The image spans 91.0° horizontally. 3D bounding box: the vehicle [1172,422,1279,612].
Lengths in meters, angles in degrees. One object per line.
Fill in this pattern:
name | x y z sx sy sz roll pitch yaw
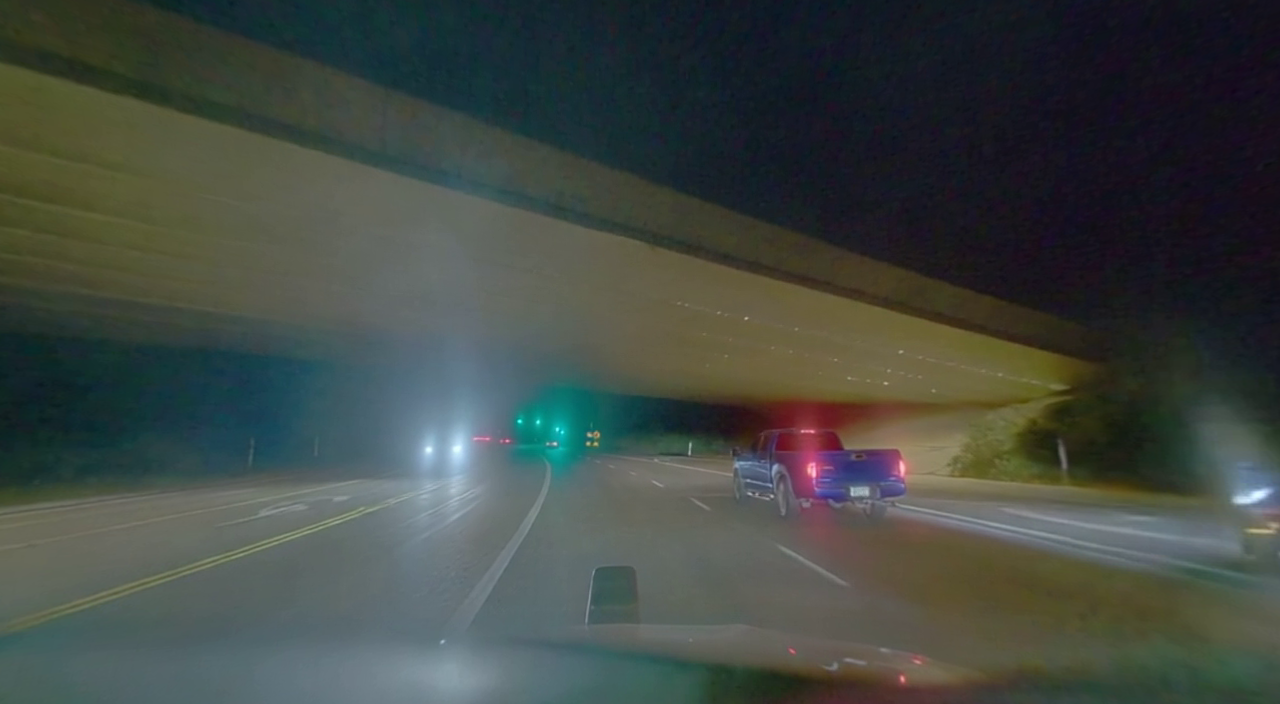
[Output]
vehicle | 6.351 1.123 3.717 2.012 1.521 4.663 0 -8 -6
